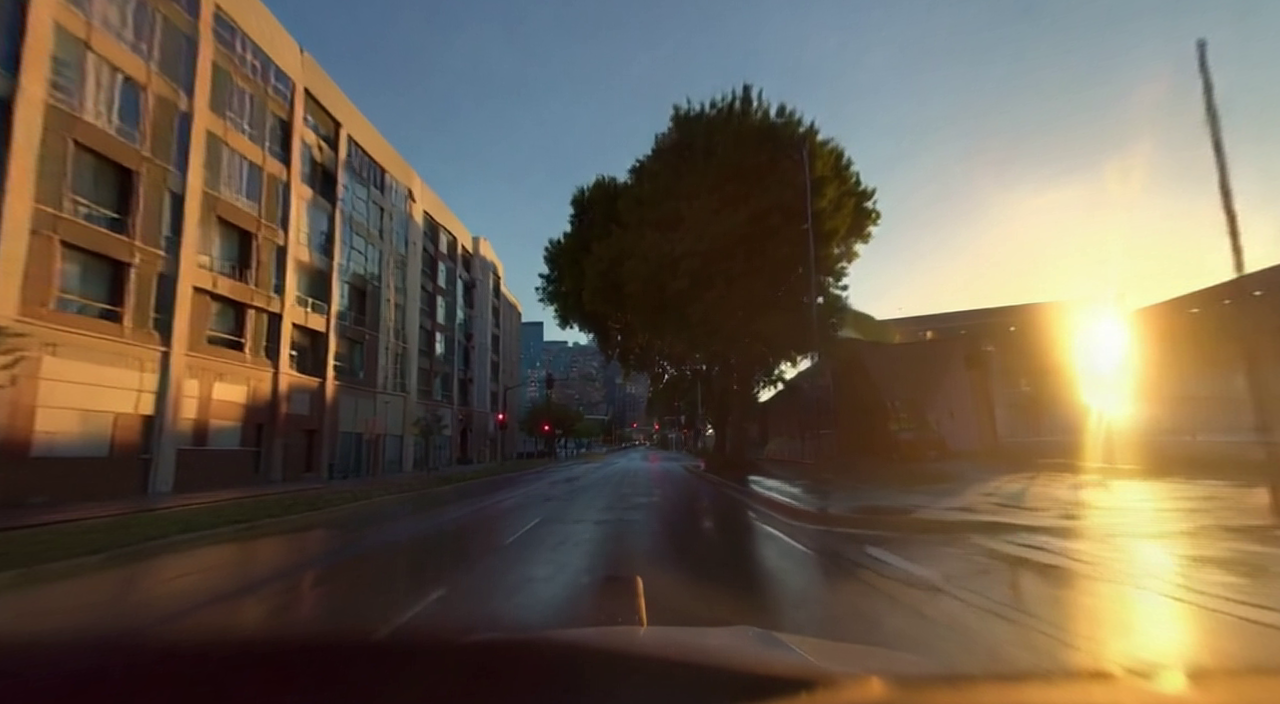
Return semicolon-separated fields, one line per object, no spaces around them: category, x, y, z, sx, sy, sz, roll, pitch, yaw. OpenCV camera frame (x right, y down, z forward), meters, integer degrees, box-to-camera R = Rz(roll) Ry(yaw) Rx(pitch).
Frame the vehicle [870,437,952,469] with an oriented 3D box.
vehicle;14.735;5.488;34.291;3.627;1.567;1.774;-2;-7;1
